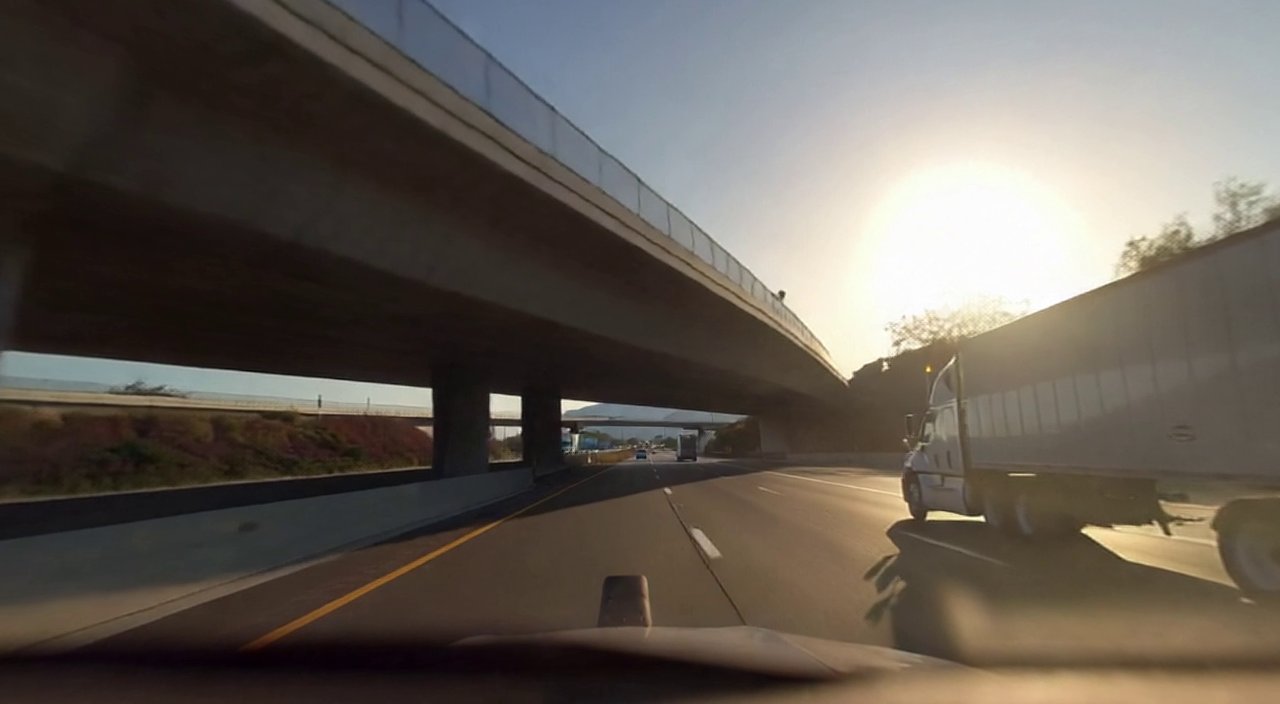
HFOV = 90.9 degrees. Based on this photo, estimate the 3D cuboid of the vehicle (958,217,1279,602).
[{"bbox_3d":[6.713,0.700,6.674,2.690,3.197,7.515,0,-9,0],"label":"vehicle"}]
